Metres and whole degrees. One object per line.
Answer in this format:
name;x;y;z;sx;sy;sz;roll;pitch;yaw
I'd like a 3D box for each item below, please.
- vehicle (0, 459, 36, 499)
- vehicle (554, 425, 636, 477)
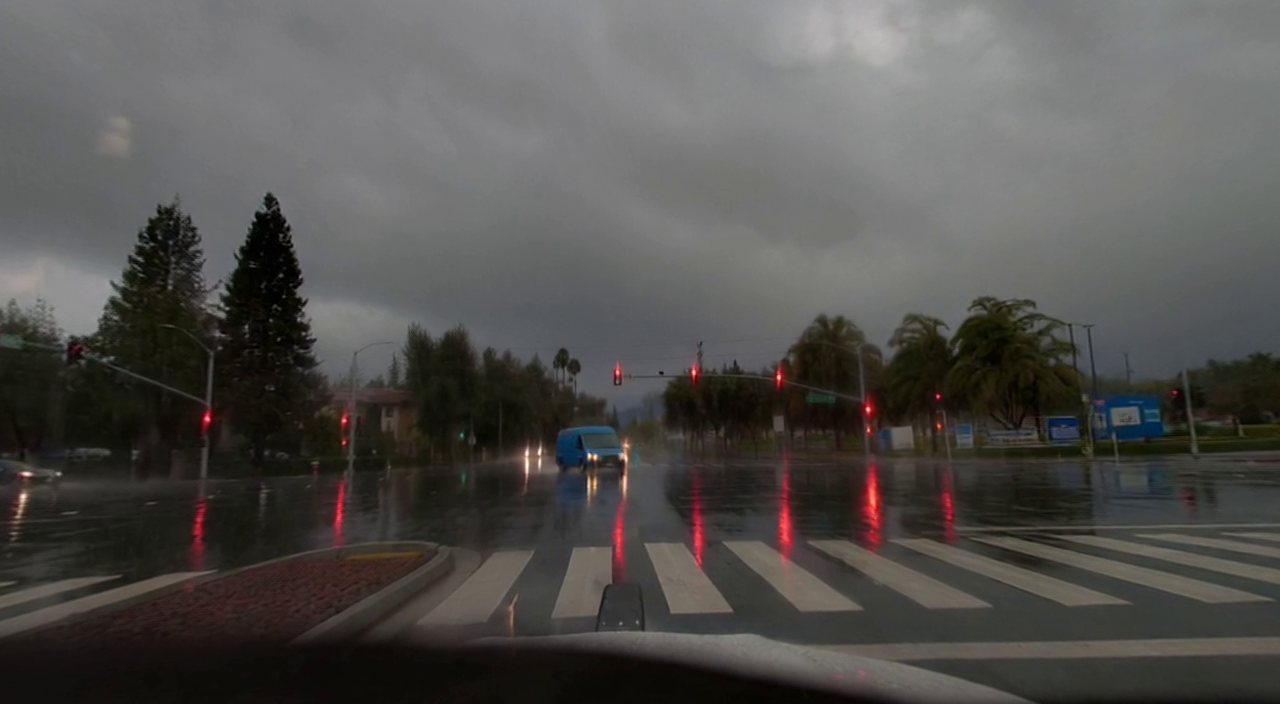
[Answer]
vehicle;-44.537;8.791;43.986;2.529;2.543;5.861;6;-10;-35
vehicle;-2.434;5.046;32.512;2.465;2.404;5.791;3;-9;-23
